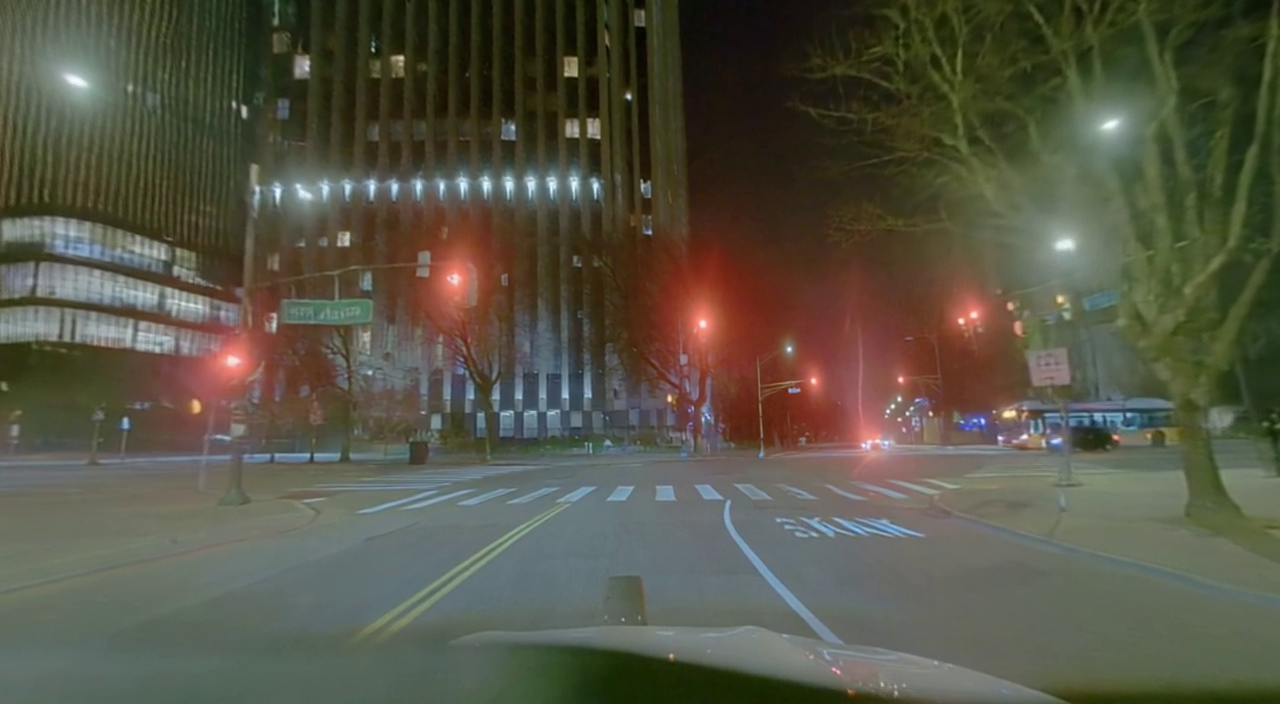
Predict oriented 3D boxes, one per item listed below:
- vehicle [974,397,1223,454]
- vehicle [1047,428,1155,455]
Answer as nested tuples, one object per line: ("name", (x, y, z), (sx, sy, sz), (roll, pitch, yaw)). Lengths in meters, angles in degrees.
("vehicle", (27.873, 4.567, 38.574), (12.822, 3.296, 3.033), (0, -9, 0))
("vehicle", (25.374, 4.943, 34.656), (4.538, 1.461, 1.805), (0, -9, 0))
